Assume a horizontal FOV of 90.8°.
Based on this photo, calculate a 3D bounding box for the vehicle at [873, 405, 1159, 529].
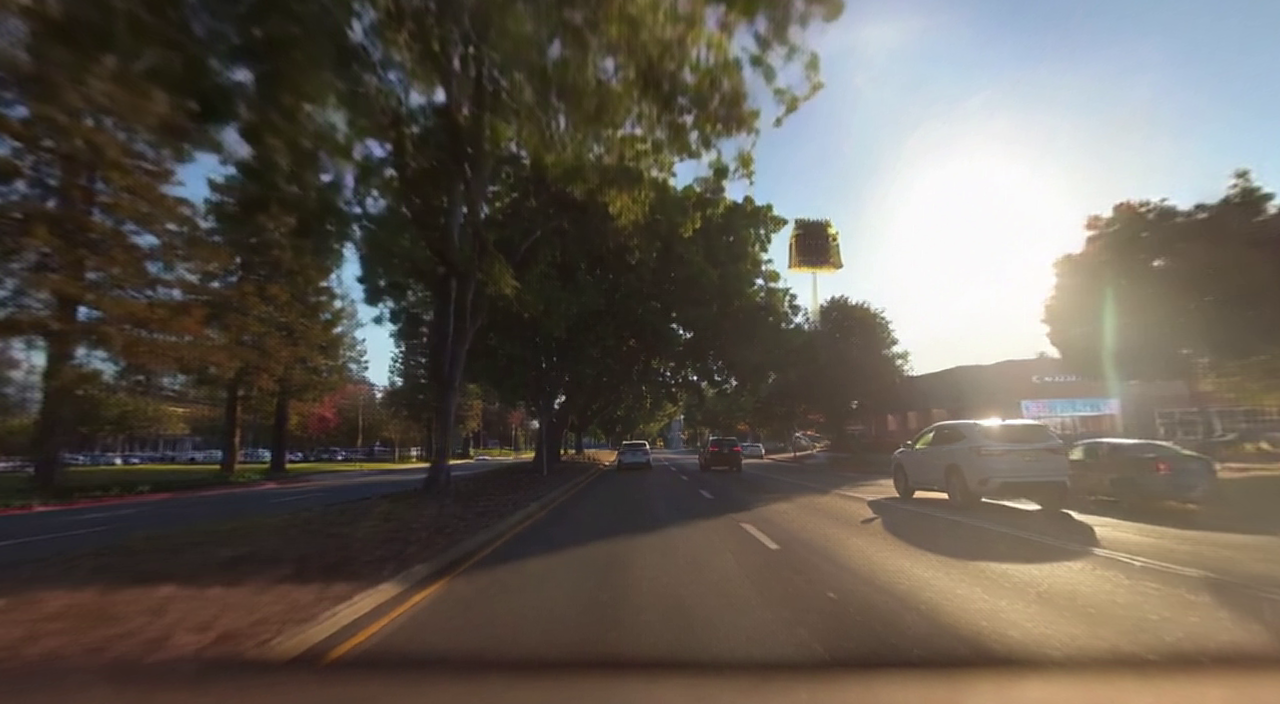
[{"bbox_3d":[6.935,2.219,12.767,2.240,1.923,5.678,0,-8,0],"label":"vehicle"}]

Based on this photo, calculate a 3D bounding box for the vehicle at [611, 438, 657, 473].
[{"bbox_3d":[-0.266,4.958,30.395,2.037,1.568,3.693,0,-8,0],"label":"vehicle"}]

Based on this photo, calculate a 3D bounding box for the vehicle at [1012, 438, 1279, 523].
[{"bbox_3d":[10.427,2.609,13.511,1.898,1.475,4.860,0,-8,-1],"label":"vehicle"}]

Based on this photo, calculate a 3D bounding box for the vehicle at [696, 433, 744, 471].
[{"bbox_3d":[4.131,5.252,33.256,1.955,1.845,4.538,0,-8,1],"label":"vehicle"}]
